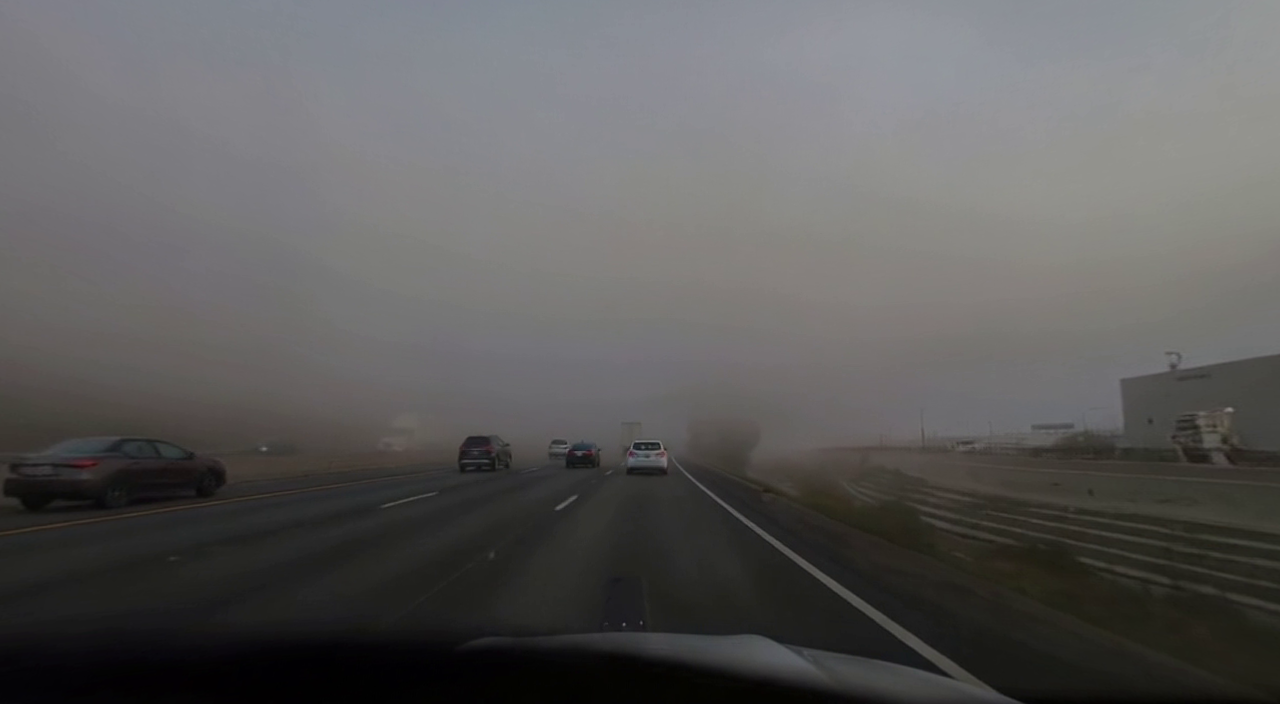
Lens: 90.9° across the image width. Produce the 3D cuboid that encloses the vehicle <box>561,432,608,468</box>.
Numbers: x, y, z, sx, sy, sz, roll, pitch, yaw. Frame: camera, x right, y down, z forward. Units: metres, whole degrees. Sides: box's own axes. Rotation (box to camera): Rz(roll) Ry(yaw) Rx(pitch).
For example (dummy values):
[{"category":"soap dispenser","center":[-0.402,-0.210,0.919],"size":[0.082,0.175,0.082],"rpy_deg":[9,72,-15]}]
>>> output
[{"category":"vehicle","center":[-2.994,5.432,35.105],"size":[2.108,1.832,4.549],"rpy_deg":[-1,-8,2]}]

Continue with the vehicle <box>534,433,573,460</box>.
[{"category":"vehicle","center":[-6.556,7.195,48.205],"size":[2.085,1.932,4.967],"rpy_deg":[-1,-8,2]}]

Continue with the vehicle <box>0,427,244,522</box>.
[{"category":"vehicle","center":[-10.607,2.342,12.709],"size":[1.910,1.501,5.004],"rpy_deg":[-1,-8,2]}]

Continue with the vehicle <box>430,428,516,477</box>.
[{"category":"vehicle","center":[-6.679,4.080,25.869],"size":[2.105,1.790,4.689],"rpy_deg":[-1,-8,2]}]

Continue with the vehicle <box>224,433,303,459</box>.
[{"category":"vehicle","center":[-26.883,6.759,45.306],"size":[2.081,1.729,5.567],"rpy_deg":[-1,-8,1]}]

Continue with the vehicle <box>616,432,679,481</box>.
[{"category":"vehicle","center":[0.288,3.865,23.617],"size":[2.136,1.678,4.052],"rpy_deg":[0,-8,1]}]
